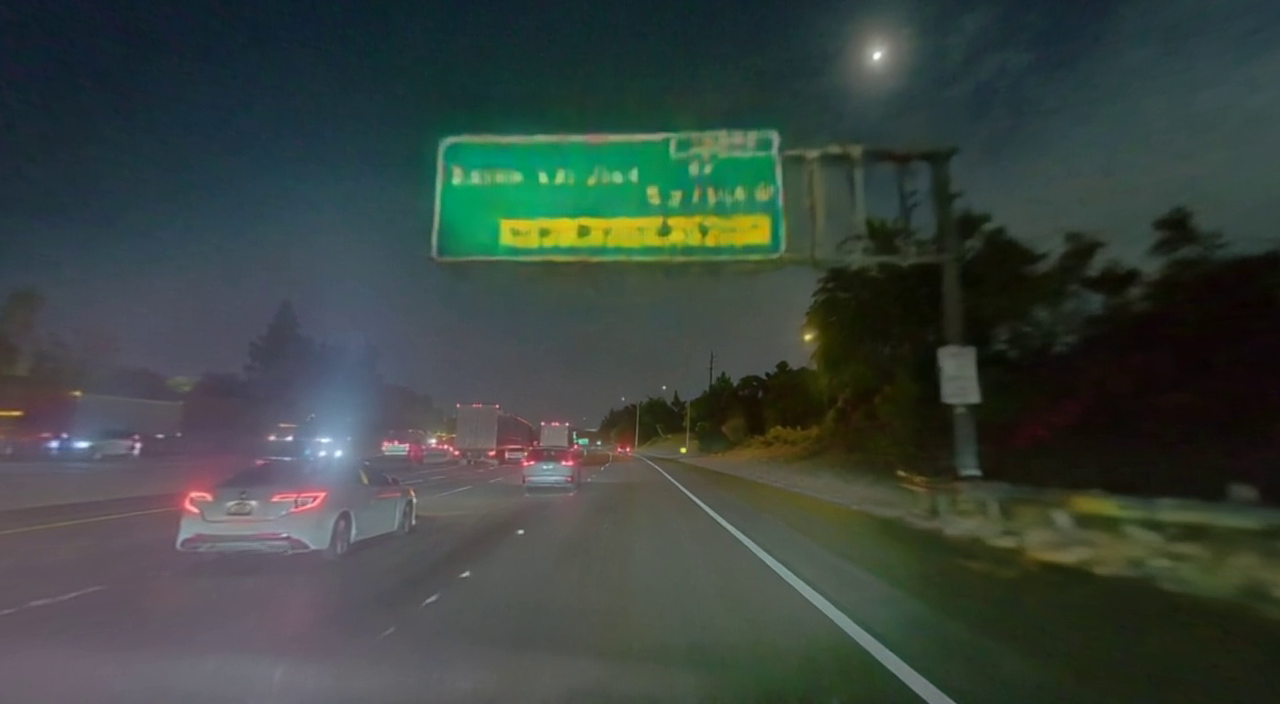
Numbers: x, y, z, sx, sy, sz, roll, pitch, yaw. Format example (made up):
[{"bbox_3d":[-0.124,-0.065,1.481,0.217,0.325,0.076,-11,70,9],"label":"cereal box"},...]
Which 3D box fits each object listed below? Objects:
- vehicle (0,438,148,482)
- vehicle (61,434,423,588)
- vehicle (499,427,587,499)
[{"bbox_3d":[-21.624,4.092,24.277,1.968,1.477,4.594,0,-8,-3],"label":"vehicle"},{"bbox_3d":[-4.598,1.859,8.404,1.932,1.445,4.625,0,-8,-2],"label":"vehicle"},{"bbox_3d":[-2.659,3.193,18.642,2.093,1.785,5.303,0,-8,-4],"label":"vehicle"}]
